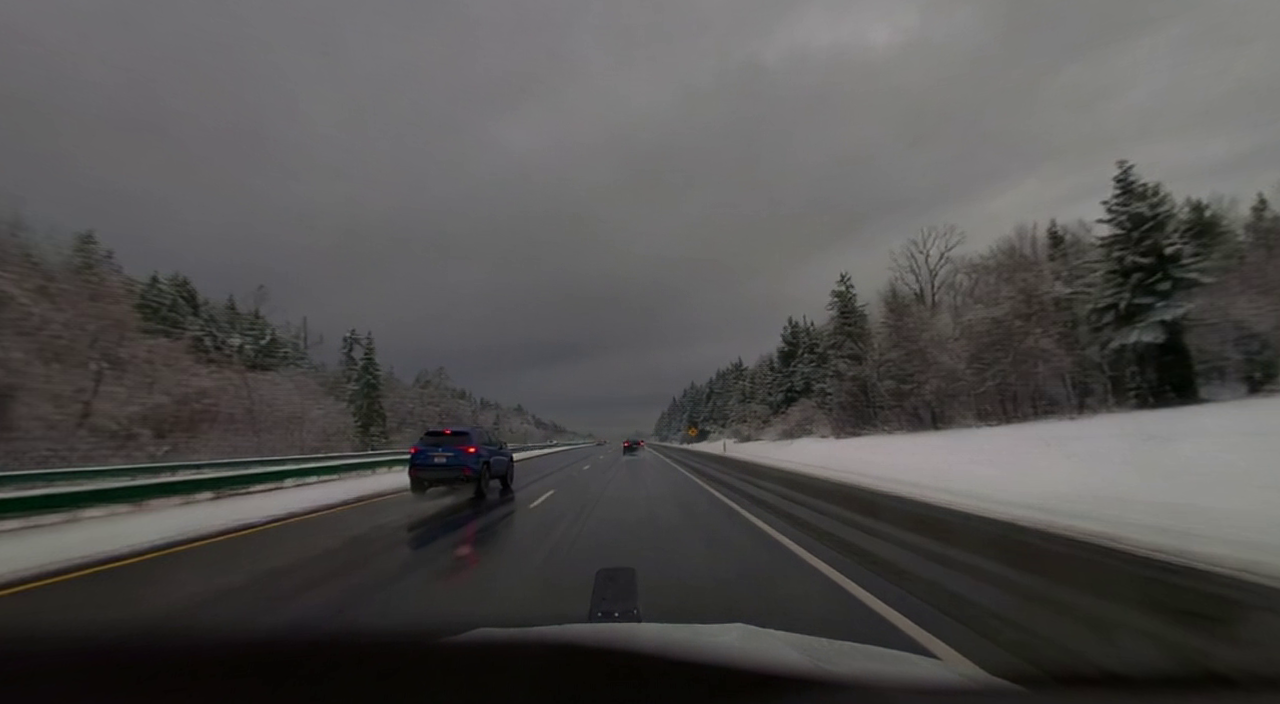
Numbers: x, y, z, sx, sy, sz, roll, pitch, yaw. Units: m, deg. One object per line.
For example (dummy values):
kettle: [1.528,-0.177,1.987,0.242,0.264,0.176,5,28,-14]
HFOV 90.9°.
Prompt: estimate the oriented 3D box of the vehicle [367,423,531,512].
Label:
vehicle: [-3.793,2.358,13.579,2.072,1.545,4.767,0,-8,0]

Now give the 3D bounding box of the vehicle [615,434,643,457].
vehicle: [-0.764,6.396,43.344,1.836,1.450,3.519,0,-8,-1]
